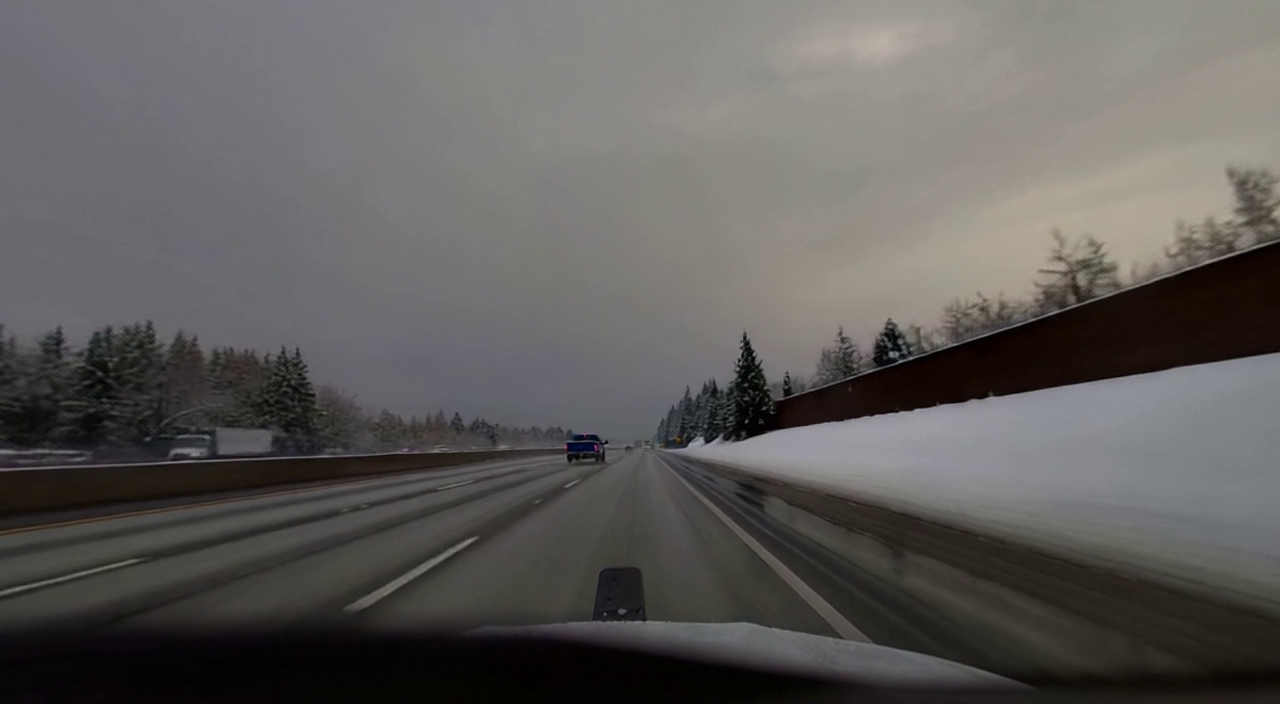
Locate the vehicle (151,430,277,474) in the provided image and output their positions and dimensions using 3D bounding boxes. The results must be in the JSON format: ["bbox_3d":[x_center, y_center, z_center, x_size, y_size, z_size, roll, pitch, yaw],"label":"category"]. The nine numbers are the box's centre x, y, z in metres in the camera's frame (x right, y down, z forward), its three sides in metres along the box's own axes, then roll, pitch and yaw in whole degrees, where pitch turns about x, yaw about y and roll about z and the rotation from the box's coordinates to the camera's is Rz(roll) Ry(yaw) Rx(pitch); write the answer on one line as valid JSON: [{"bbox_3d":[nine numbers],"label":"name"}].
[{"bbox_3d":[-32.889,7.799,49.390,2.834,3.063,9.925,0,-8,1],"label":"vehicle"}]

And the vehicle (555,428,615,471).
[{"bbox_3d":[-2.920,5.426,35.218,2.604,2.170,6.271,0,-8,1],"label":"vehicle"}]

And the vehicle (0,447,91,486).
[{"bbox_3d":[-25.709,4.700,26.045,1.916,1.489,4.504,0,-8,1],"label":"vehicle"}]
